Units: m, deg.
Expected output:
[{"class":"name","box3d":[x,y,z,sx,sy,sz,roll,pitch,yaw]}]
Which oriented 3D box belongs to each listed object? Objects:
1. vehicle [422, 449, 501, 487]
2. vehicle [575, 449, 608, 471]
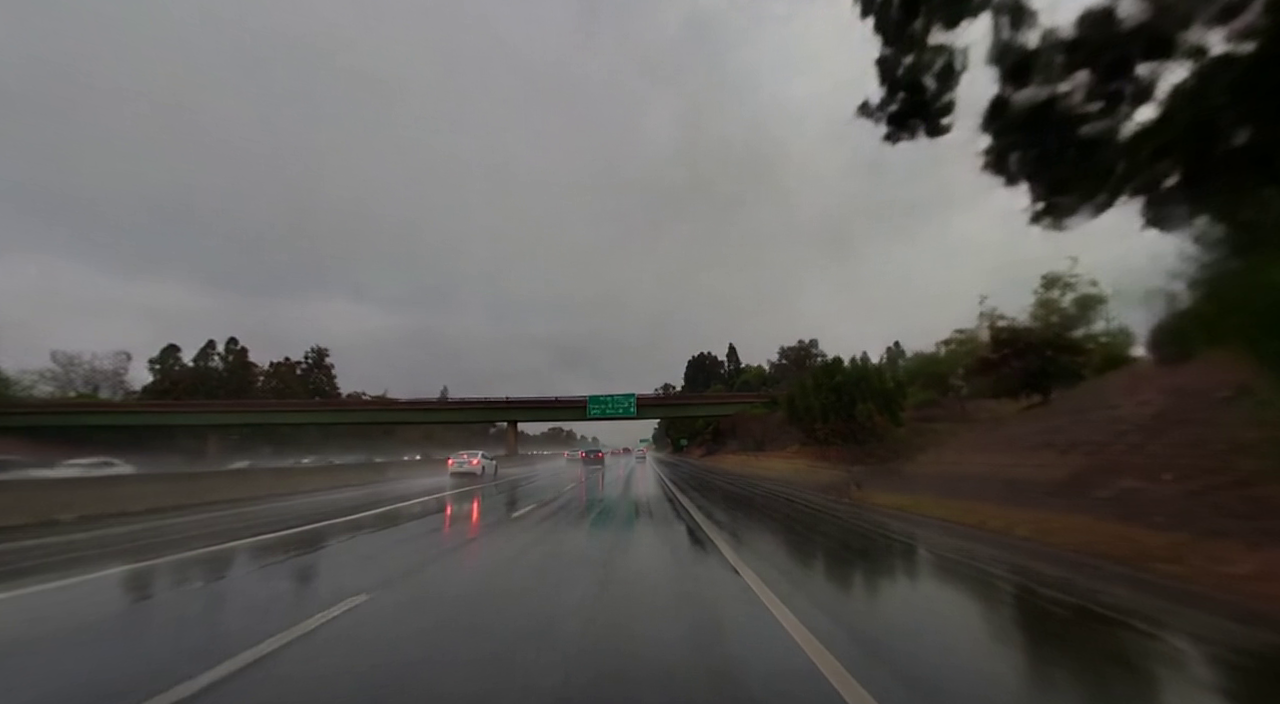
[{"class":"vehicle","box3d":[-7.537,4.926,27.120,2.002,1.507,4.631,0,-9,1]},{"class":"vehicle","box3d":[-3.580,8.064,47.152,2.102,1.571,4.666,0,-9,0]}]
